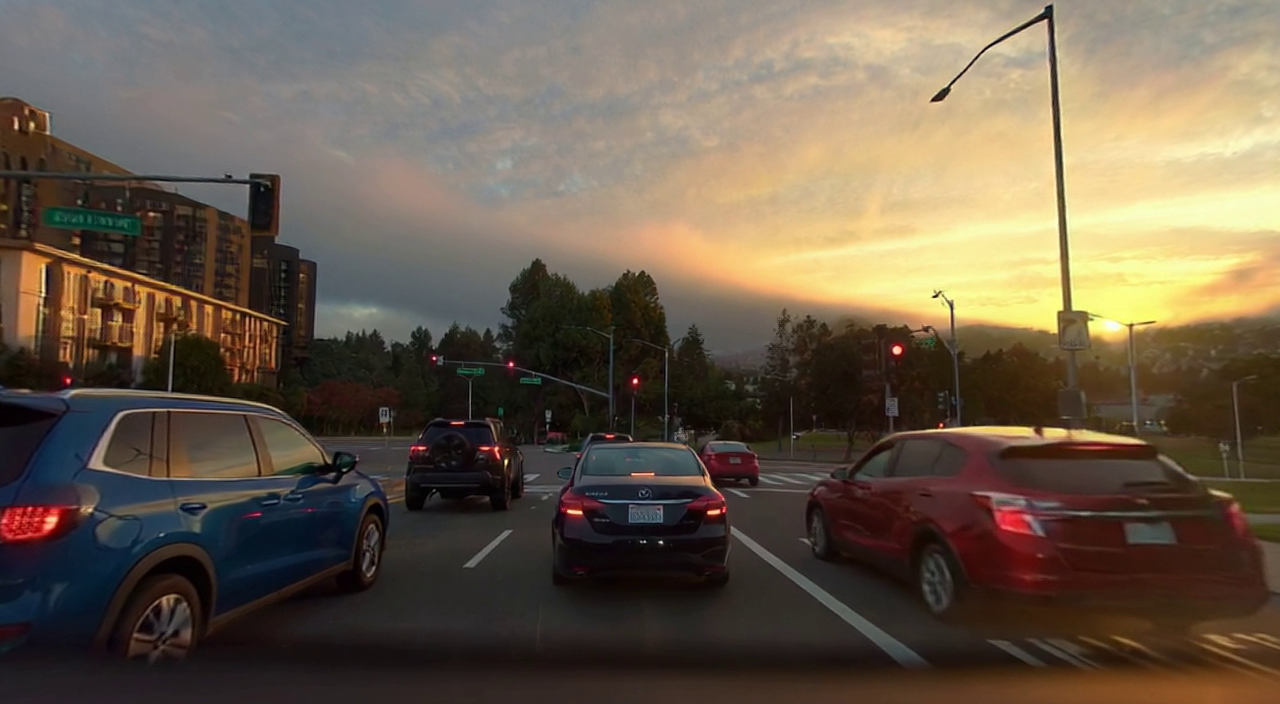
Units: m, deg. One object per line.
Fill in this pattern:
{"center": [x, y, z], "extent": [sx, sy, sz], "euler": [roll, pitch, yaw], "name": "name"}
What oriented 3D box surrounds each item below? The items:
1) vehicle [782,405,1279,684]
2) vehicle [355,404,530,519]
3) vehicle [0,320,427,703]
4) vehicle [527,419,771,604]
{"center": [3.075, 1.418, 5.970], "extent": [2.100, 1.524, 4.746], "euler": [0, -9, -3], "name": "vehicle"}
{"center": [-3.912, 2.312, 13.816], "extent": [2.305, 1.984, 5.586], "euler": [0, -8, -3], "name": "vehicle"}
{"center": [-3.171, 1.055, 4.476], "extent": [1.924, 1.737, 4.387], "euler": [0, -9, -2], "name": "vehicle"}
{"center": [-0.061, 1.636, 7.456], "extent": [2.001, 1.483, 4.442], "euler": [0, -9, -4], "name": "vehicle"}
